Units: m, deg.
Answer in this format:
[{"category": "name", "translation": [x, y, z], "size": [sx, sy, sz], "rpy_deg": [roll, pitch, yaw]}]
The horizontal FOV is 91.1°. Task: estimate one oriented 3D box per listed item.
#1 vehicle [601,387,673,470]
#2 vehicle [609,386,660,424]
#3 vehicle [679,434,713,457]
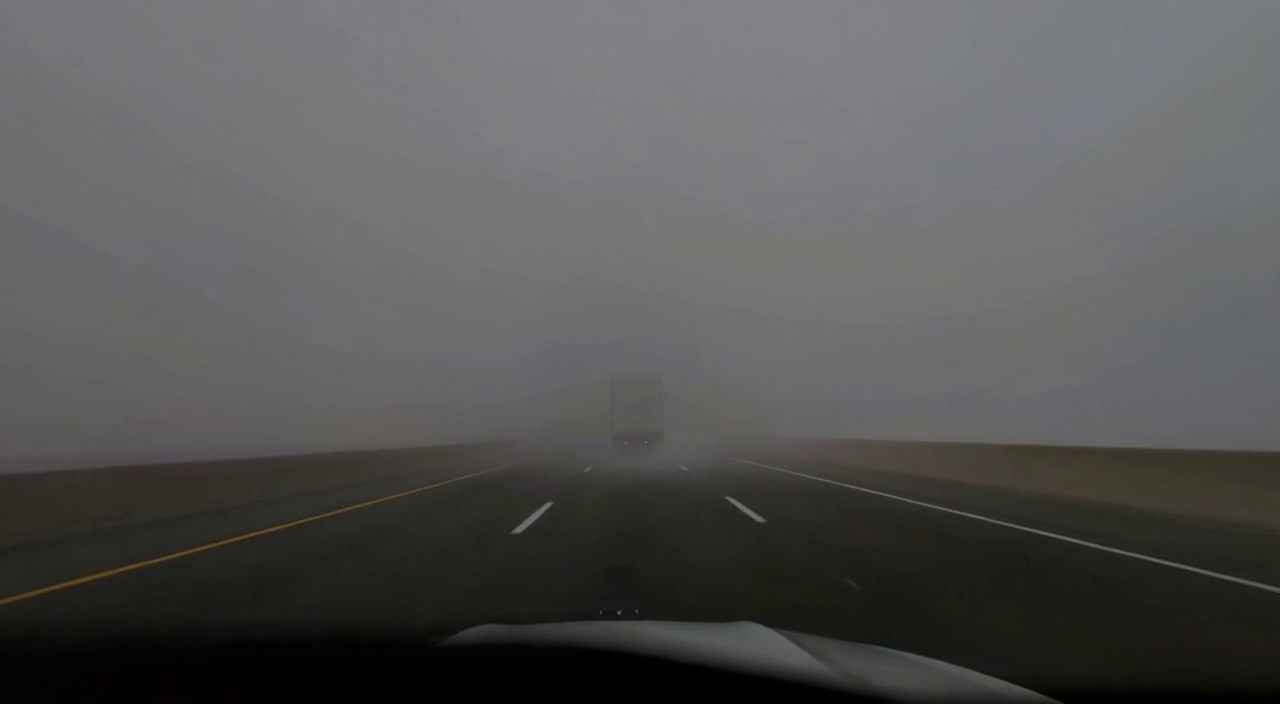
[{"category": "vehicle", "translation": [-0.318, 4.007, 32.673], "size": [2.953, 3.406, 13.372], "rpy_deg": [0, -7, -2]}, {"category": "vehicle", "translation": [-0.234, 2.421, 28.121], "size": [2.112, 1.472, 4.240], "rpy_deg": [0, -8, 0]}, {"category": "vehicle", "translation": [3.795, 6.418, 43.210], "size": [1.910, 1.492, 4.324], "rpy_deg": [0, -8, -1]}]
